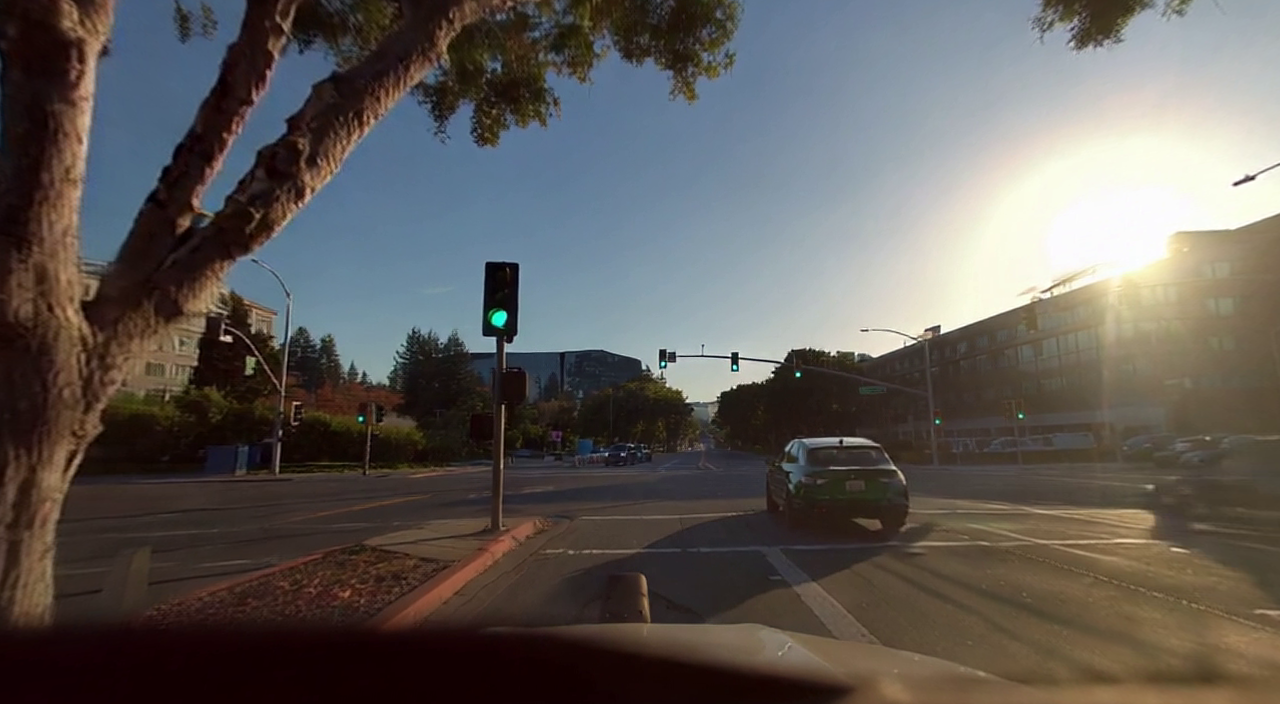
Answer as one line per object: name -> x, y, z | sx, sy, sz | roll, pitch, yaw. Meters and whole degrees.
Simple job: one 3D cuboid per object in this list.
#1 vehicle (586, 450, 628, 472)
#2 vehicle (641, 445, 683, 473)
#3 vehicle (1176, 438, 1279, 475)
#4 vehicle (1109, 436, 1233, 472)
vehicle -> -2.266, 7.668, 44.541 | 2.076, 1.476, 3.873 | -2, -9, 12
vehicle -> 1.537, 7.160, 42.432 | 2.197, 1.739, 4.177 | -2, -9, 10
vehicle -> 26.151, 4.487, 27.221 | 4.644, 1.470, 1.922 | 1, -9, -10
vehicle -> 25.780, 4.932, 30.670 | 4.441, 1.674, 2.035 | 1, -9, -9
